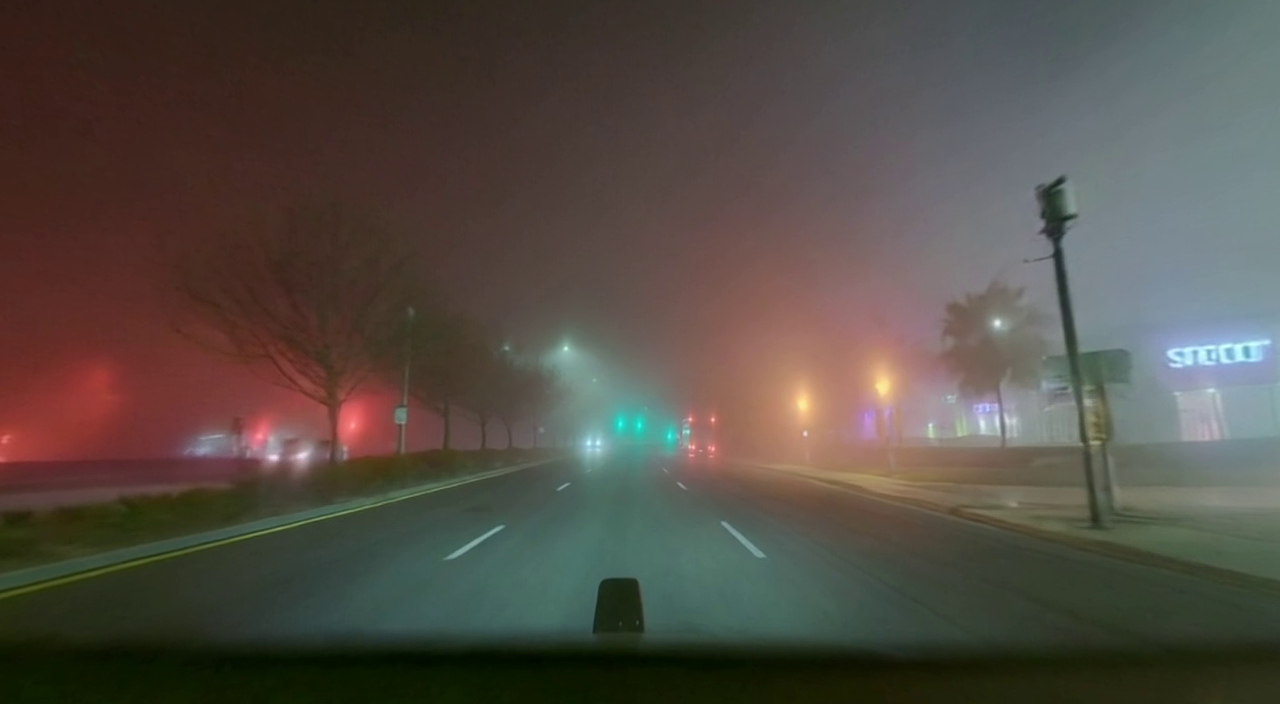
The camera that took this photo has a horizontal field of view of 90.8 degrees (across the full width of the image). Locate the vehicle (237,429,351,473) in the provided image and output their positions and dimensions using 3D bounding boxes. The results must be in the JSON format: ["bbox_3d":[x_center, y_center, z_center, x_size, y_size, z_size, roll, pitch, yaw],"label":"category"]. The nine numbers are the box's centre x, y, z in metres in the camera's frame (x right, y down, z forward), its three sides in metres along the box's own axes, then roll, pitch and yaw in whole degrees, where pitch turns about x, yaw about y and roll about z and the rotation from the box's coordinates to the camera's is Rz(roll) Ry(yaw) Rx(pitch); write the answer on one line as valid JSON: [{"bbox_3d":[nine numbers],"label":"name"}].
[{"bbox_3d":[-12.582,3.635,23.310,1.887,1.447,4.031,0,-8,0],"label":"vehicle"}]
